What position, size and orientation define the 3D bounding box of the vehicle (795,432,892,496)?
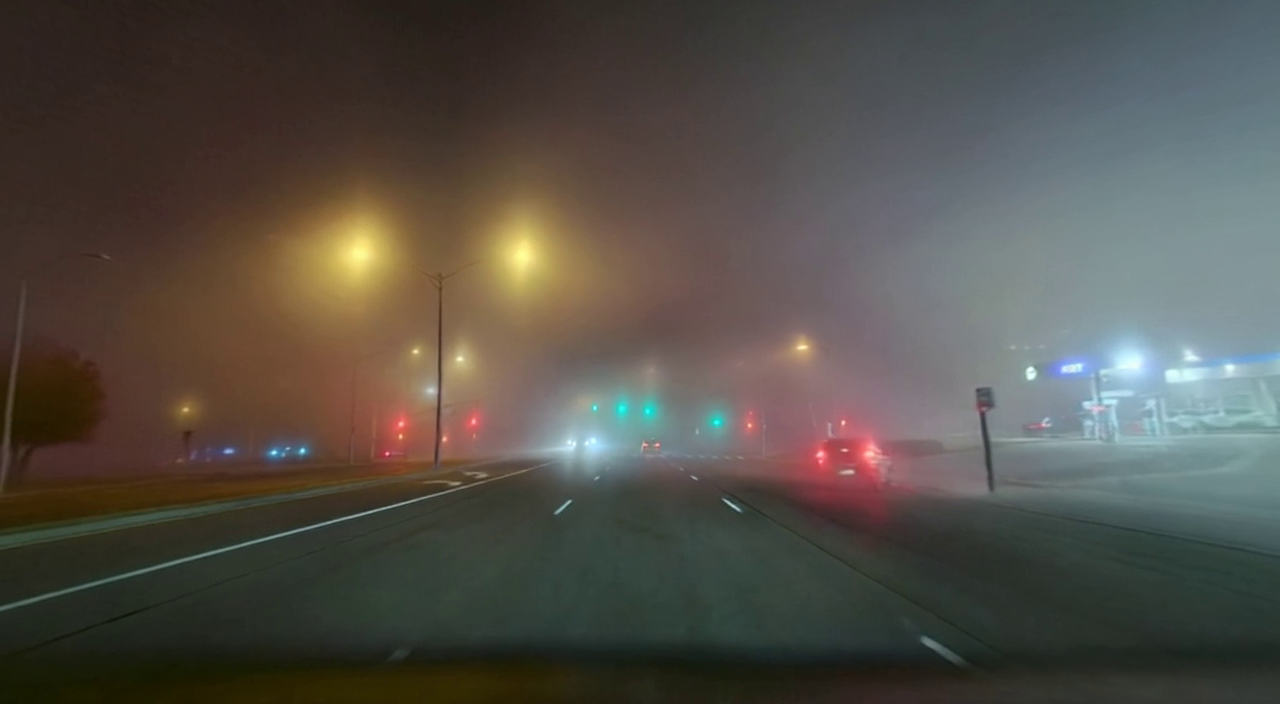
[{"bbox_3d":[5.405,2.959,17.194,2.113,1.470,4.867,-2,-9,15],"label":"vehicle"}]
